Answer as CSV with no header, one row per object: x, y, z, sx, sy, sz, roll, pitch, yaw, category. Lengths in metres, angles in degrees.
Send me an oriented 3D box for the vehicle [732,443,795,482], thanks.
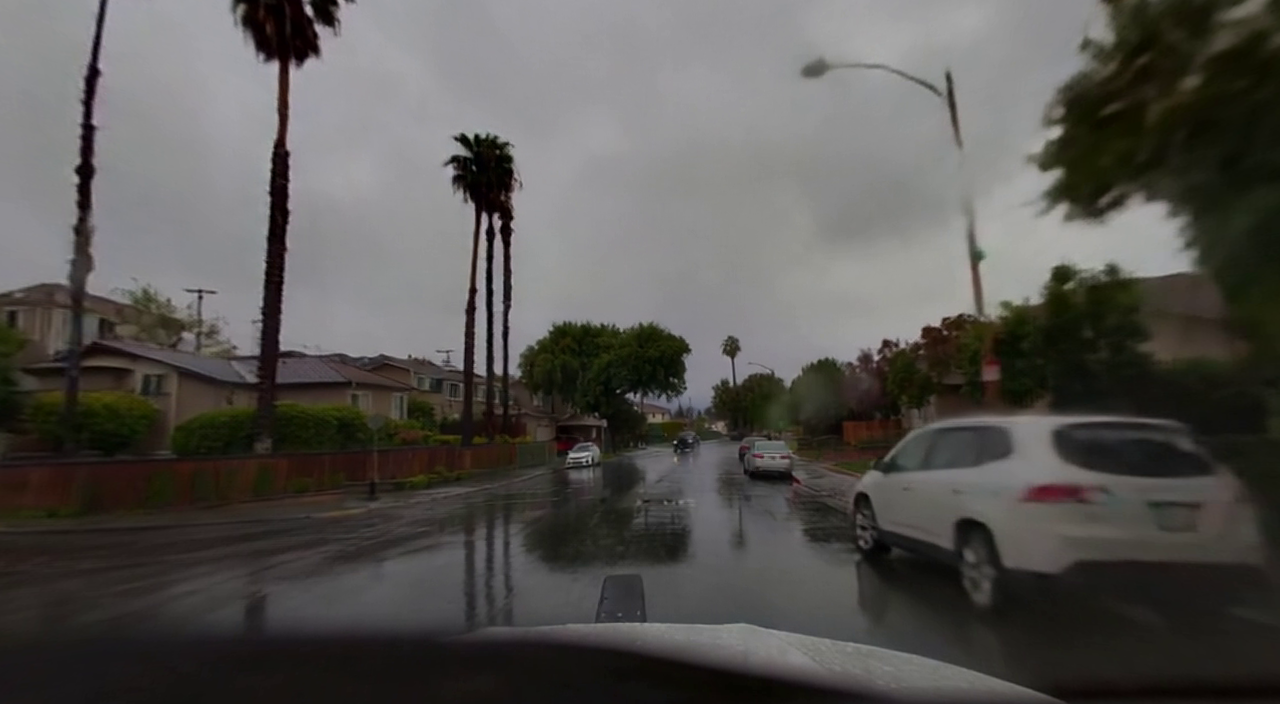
4.942,4.442,25.678,1.942,1.465,4.123,-1,-8,3,vehicle

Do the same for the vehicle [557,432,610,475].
-3.453,6.482,39.722,2.053,1.713,4.850,-3,-21,10,vehicle

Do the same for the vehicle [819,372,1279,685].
3.607,1.377,6.172,2.197,1.816,4.845,0,-8,-1,vehicle
